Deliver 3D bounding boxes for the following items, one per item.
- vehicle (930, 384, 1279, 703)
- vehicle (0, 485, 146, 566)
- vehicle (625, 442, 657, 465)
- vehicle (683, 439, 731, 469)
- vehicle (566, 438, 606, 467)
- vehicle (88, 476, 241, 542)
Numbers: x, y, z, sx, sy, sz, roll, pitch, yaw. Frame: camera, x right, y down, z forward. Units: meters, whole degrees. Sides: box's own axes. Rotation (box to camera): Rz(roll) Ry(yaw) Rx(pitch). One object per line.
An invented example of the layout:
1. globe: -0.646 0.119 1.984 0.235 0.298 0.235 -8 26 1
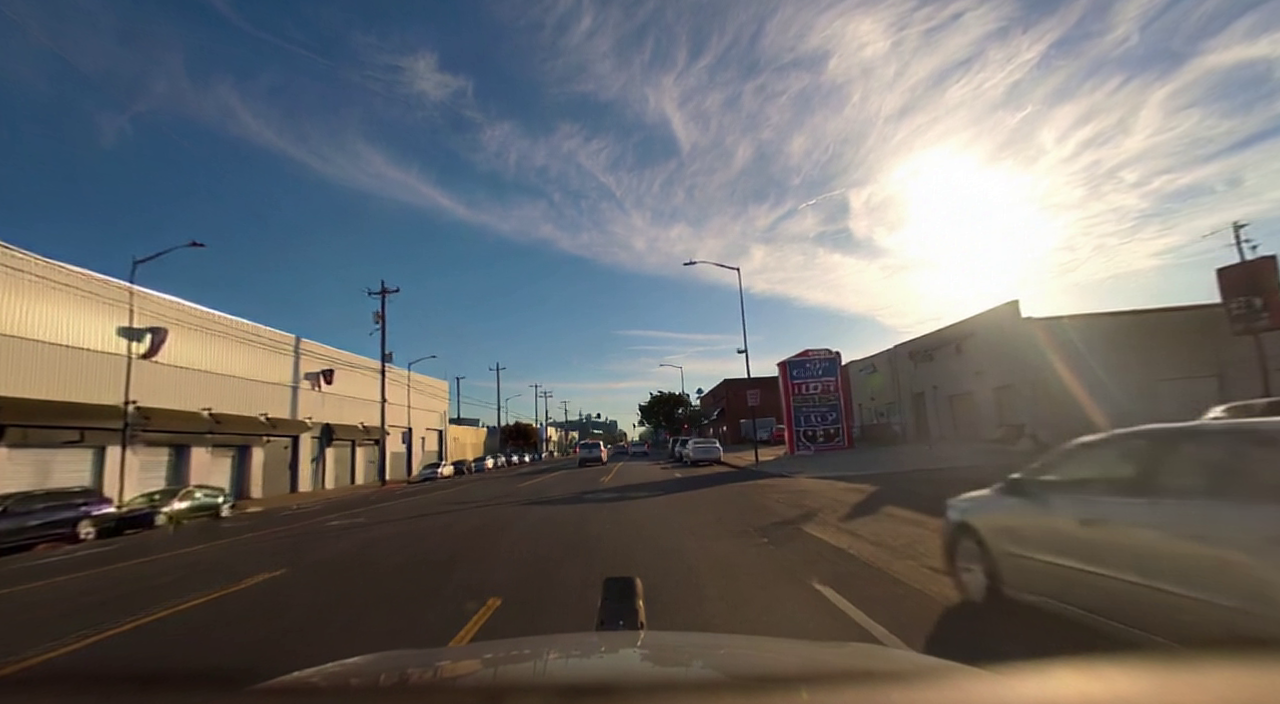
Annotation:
1. vehicle: 3.394 0.900 2.587 2.057 1.490 4.422 0 -8 -4
2. vehicle: -15.691 4.339 16.025 2.081 1.549 5.190 0 -8 0
3. vehicle: 0.018 6.918 43.287 2.099 1.470 4.270 0 -8 -1
4. vehicle: 3.599 5.609 34.854 2.042 1.487 5.033 -1 -8 -1
5. vehicle: -3.551 6.772 42.636 2.348 1.831 4.737 0 -8 -1
6. vehicle: -15.625 5.126 21.098 1.793 1.437 4.415 -6 -7 -1
